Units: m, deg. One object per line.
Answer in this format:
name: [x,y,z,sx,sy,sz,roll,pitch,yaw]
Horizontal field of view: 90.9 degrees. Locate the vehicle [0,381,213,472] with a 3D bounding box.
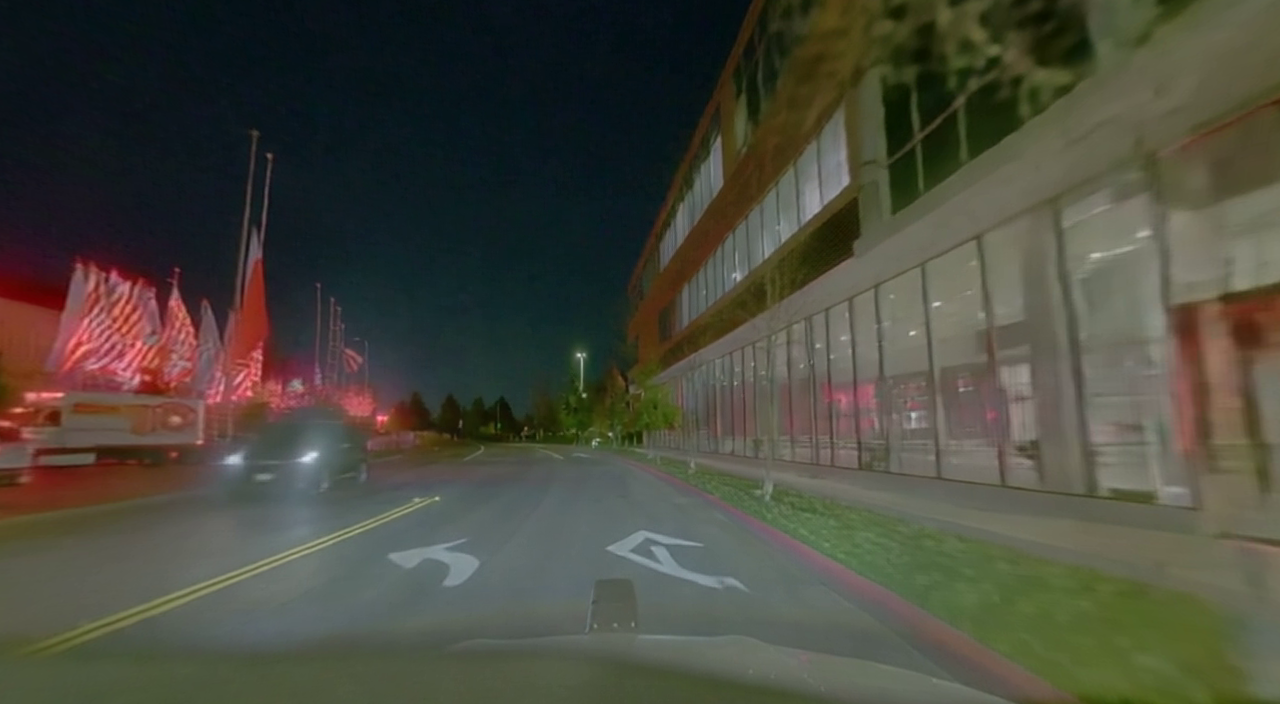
vehicle: [-22.946,3.055,25.720,8.479,3.396,3.021,3,-8,-23]

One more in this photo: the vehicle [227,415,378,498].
vehicle: [-8.735,2.710,16.825,2.026,1.882,4.277,1,-8,-7]
